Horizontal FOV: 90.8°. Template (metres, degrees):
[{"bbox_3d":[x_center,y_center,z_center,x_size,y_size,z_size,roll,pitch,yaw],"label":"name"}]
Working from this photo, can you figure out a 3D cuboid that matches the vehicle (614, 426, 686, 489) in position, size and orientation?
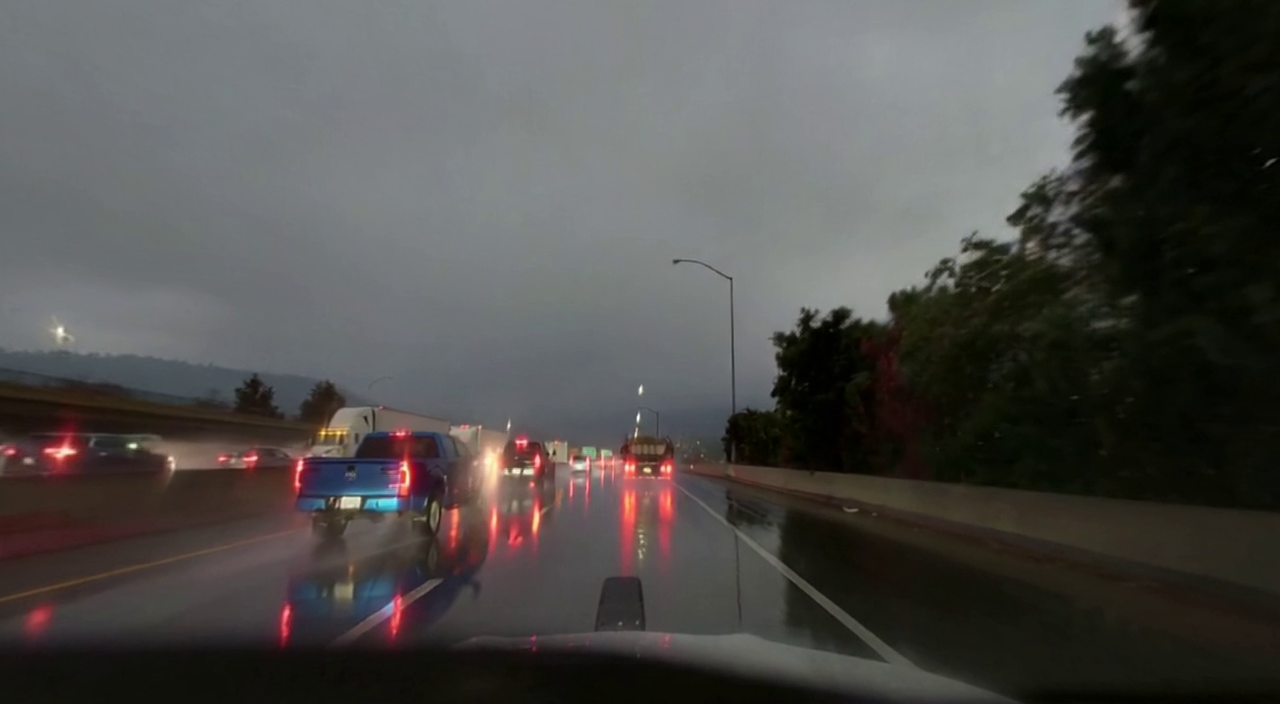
[{"bbox_3d":[0.301,4.830,29.275,2.886,2.471,7.692,0,-9,-1],"label":"vehicle"}]

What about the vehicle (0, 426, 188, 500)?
[{"bbox_3d":[-13.359,2.591,15.012,1.828,1.482,4.204,-1,-9,6],"label":"vehicle"}]

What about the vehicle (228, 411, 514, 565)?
[{"bbox_3d":[-3.774,2.040,10.230,2.303,1.835,5.044,-1,-9,1],"label":"vehicle"}]
